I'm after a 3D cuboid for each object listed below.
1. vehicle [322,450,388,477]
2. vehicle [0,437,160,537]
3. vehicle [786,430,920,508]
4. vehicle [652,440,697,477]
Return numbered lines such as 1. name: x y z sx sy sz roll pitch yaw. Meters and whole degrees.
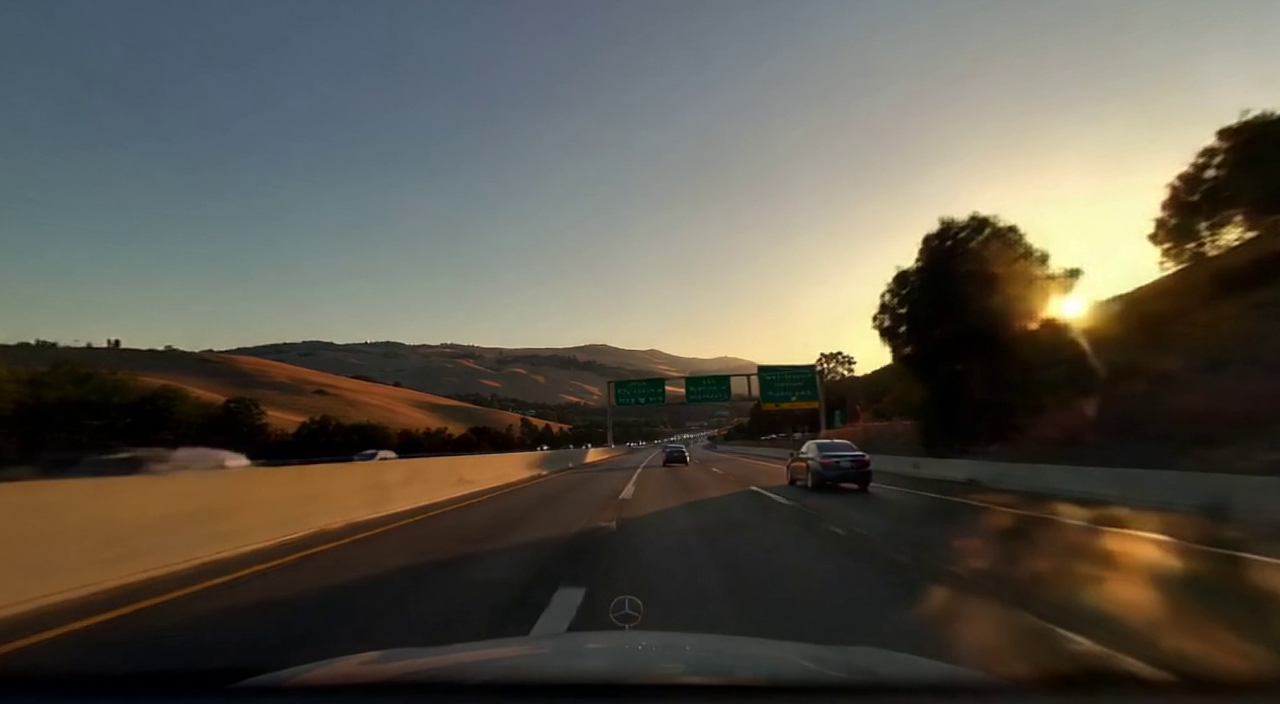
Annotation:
1. vehicle: -17.855 6.990 39.667 1.855 1.543 4.820 0 -8 1
2. vehicle: -10.890 2.260 10.844 1.904 1.548 4.097 0 -8 1
3. vehicle: 4.846 2.706 15.035 1.770 1.566 4.282 0 -8 1
4. vehicle: 1.369 4.322 25.774 1.683 1.400 3.868 0 -8 2
